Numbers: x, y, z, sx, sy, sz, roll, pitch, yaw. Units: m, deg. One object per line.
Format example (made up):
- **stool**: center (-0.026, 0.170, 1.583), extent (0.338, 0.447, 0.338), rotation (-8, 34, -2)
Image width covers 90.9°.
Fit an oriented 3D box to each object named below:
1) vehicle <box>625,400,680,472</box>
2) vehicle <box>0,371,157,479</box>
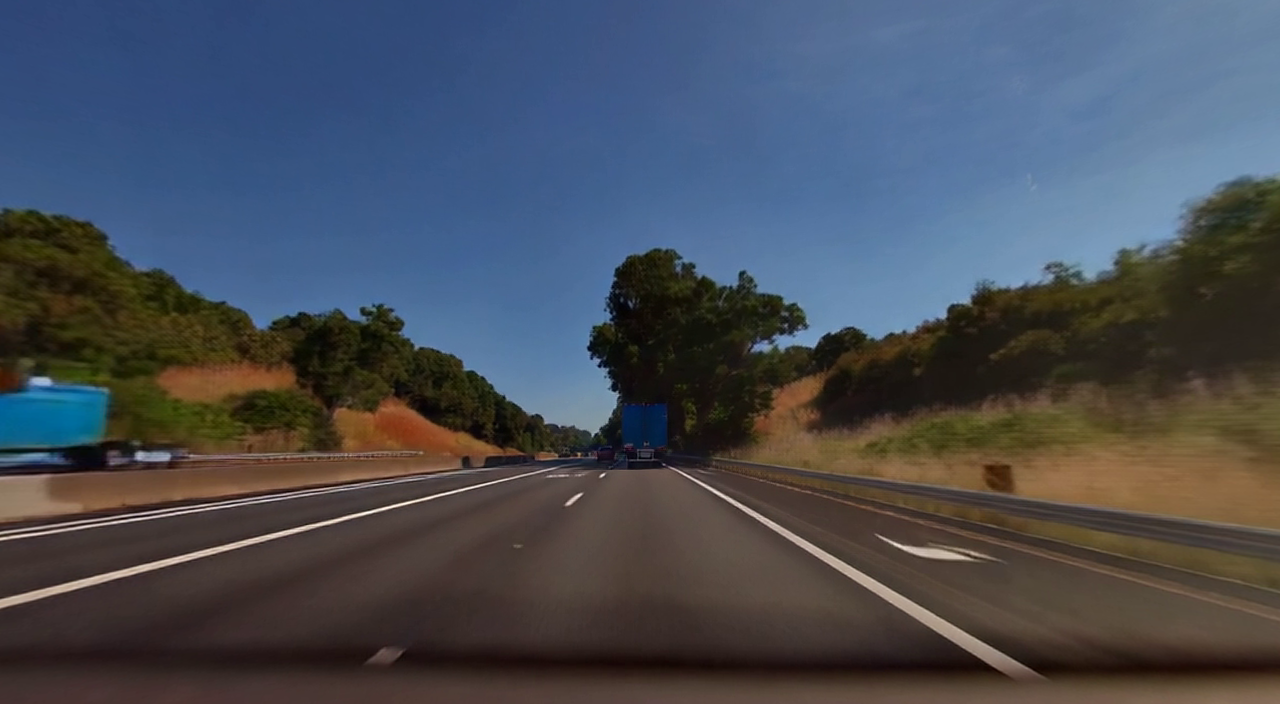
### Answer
- **vehicle**: center (0.572, 5.557, 40.955), extent (3.055, 4.009, 10.972), rotation (0, -9, -1)
- **vehicle**: center (-22.686, 2.776, 23.109), extent (2.922, 3.559, 8.696), rotation (0, -9, 0)
